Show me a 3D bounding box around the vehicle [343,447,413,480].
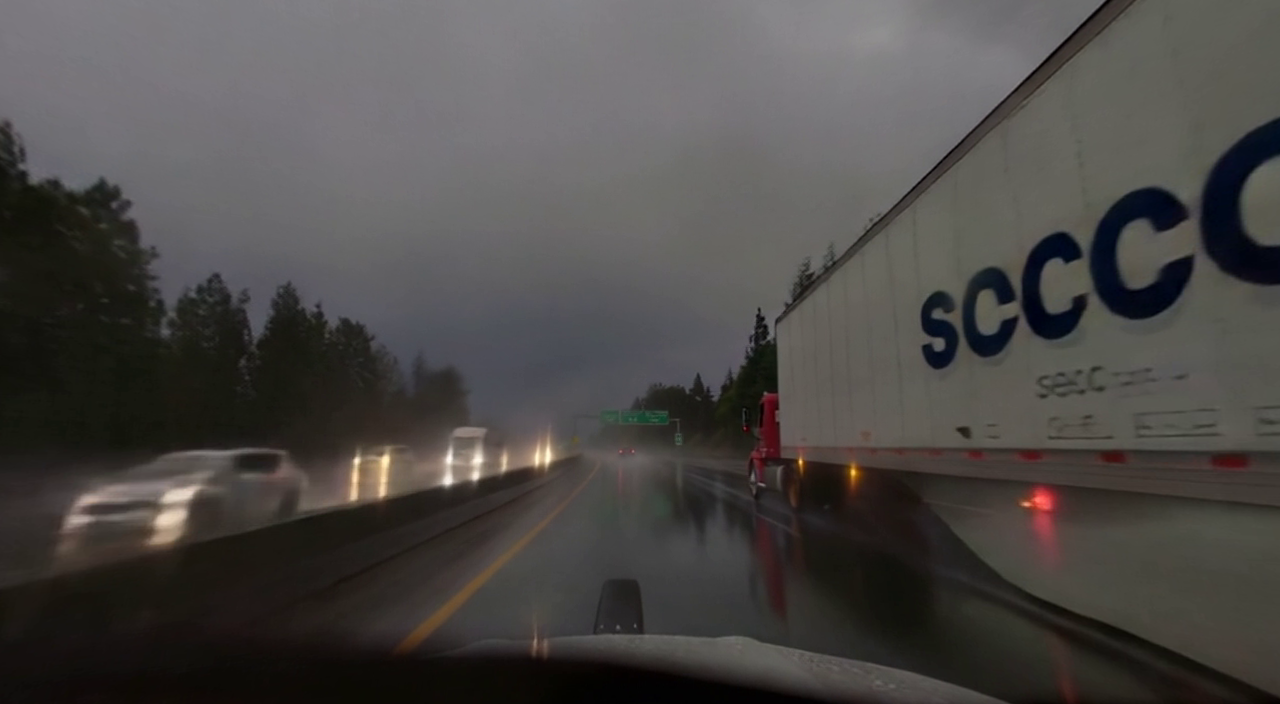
[{"bbox_3d":[-13.775,5.868,33.189,1.957,1.613,4.051,0,-9,0],"label":"vehicle"}]

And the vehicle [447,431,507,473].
[{"bbox_3d":[-10.587,6.555,41.367,2.491,2.522,5.985,0,-9,-2],"label":"vehicle"}]

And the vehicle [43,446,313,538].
[{"bbox_3d":[-9.099,2.751,13.061,2.095,1.529,4.706,0,-9,-1],"label":"vehicle"}]

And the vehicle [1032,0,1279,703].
[{"bbox_3d":[4.519,-0.658,0.495,2.892,3.928,8.380,1,-9,0],"label":"vehicle"}]
